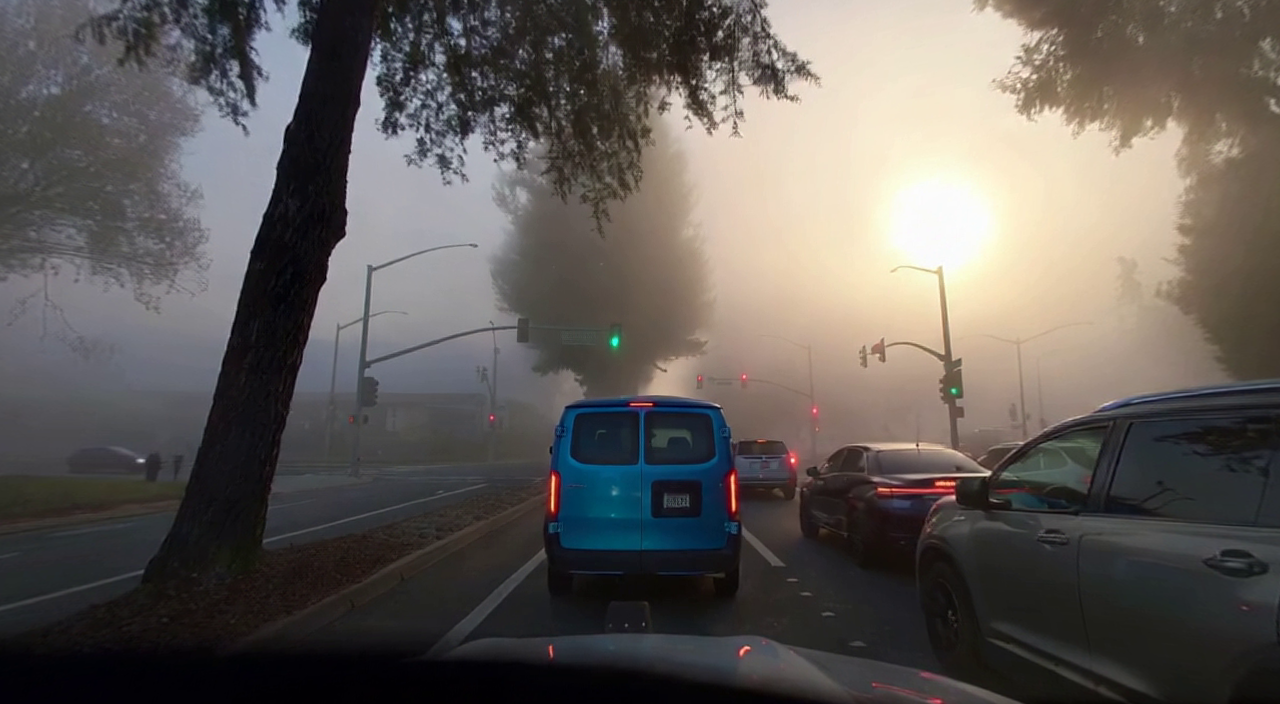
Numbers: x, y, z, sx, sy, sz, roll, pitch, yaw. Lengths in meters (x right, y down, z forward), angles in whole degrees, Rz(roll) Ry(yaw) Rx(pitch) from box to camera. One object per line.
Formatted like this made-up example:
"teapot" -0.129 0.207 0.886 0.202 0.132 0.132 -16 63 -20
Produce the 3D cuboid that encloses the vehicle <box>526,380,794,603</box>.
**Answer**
"vehicle" 0.179 1.466 7.439 2.185 1.822 4.391 0 -8 1

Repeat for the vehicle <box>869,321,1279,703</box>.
"vehicle" 2.900 0.945 3.168 1.971 1.663 4.287 0 -8 2

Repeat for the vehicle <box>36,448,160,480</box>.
"vehicle" -27.315 5.633 31.882 4.425 1.427 1.911 1 -5 -5
